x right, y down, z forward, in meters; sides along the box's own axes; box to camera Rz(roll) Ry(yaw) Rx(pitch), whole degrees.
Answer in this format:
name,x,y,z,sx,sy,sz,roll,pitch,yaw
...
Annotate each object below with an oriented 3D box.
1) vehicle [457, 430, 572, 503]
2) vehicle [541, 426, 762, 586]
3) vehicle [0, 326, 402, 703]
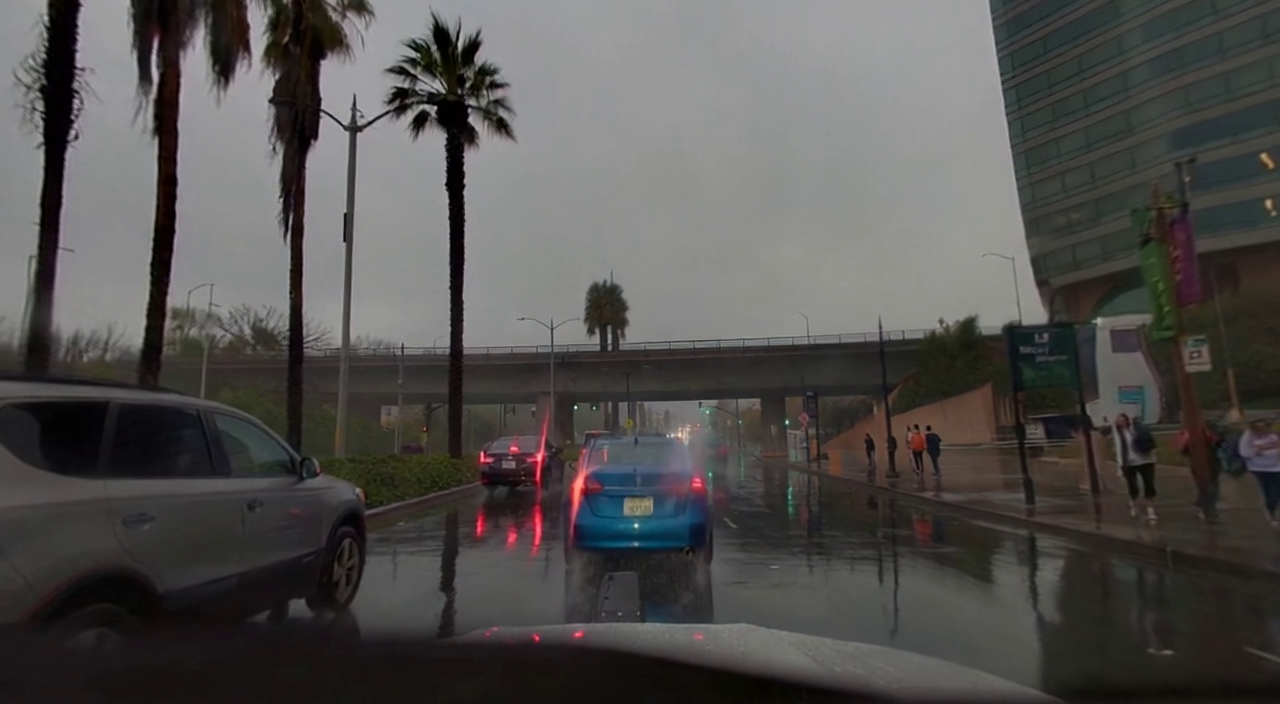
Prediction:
name,x,y,z,sx,sy,sz,roll,pitch,yaw
vehicle,-3.044,2.877,16.258,1.955,1.637,4.032,-1,-8,3
vehicle,0.062,1.731,7.962,2.036,1.461,4.129,0,-8,-1
vehicle,-3.245,0.977,3.520,2.014,1.740,4.359,0,-8,2
